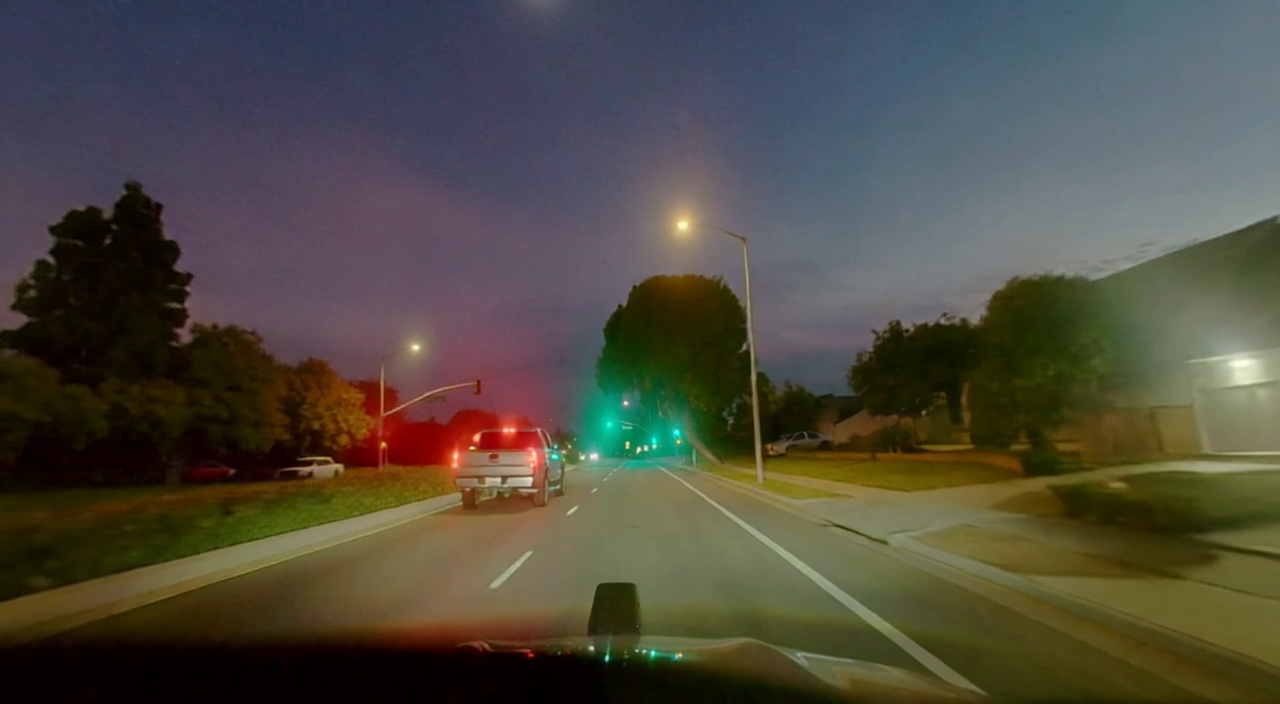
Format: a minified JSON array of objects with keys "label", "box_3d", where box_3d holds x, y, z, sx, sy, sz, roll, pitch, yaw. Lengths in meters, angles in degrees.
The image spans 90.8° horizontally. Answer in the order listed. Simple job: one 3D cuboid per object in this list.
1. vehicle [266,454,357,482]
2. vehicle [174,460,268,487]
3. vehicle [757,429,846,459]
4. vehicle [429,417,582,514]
[{"label":"vehicle","box_3d":[-21.143,7.473,40.771,4.669,1.745,2.156,-1,-9,2]},{"label":"vehicle","box_3d":[-26.779,7.776,40.506,4.497,1.634,1.991,0,-9,-3]},{"label":"vehicle","box_3d":[10.165,5.805,39.950,4.882,1.839,2.243,1,-9,-6]},{"label":"vehicle","box_3d":[-3.077,2.818,16.175,2.508,2.001,5.880,0,-9,1]}]
